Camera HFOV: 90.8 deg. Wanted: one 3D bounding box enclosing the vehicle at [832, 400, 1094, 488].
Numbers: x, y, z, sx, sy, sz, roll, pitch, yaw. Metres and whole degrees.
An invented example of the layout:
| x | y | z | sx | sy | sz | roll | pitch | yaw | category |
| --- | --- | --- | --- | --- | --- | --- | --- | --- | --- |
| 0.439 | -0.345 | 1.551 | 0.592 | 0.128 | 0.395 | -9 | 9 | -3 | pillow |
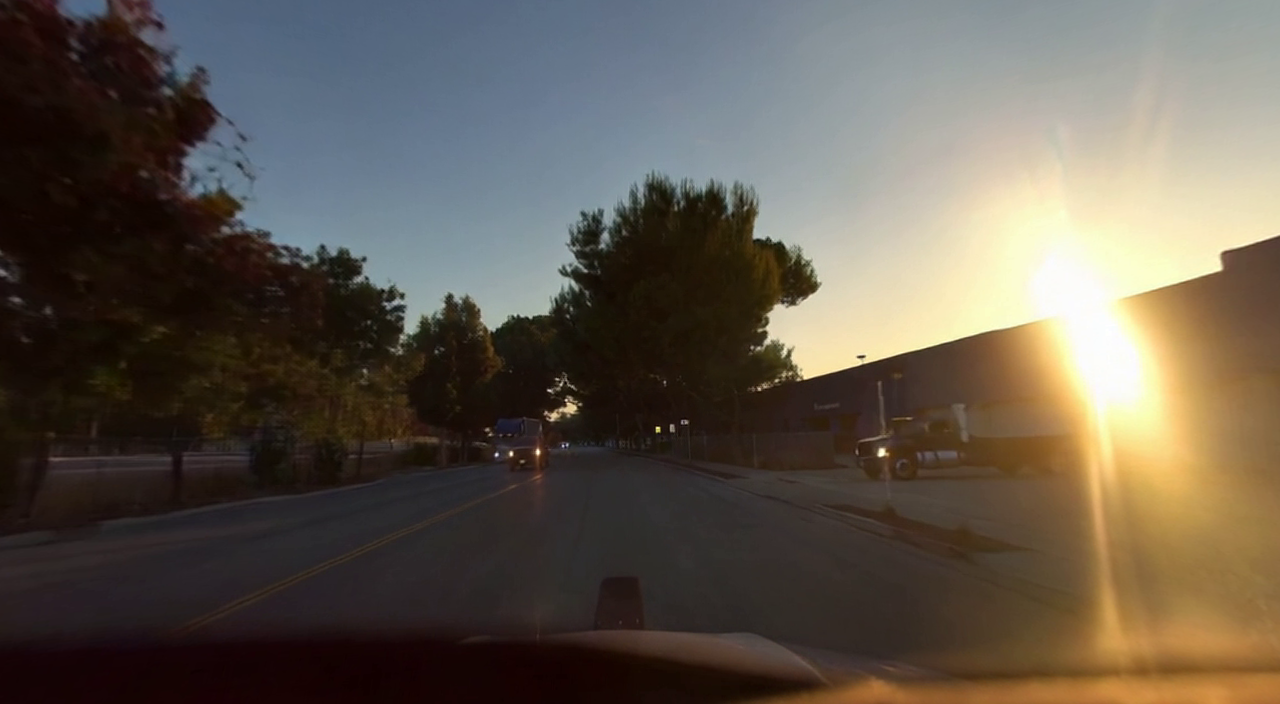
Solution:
| x | y | z | sx | sy | sz | roll | pitch | yaw | category |
| --- | --- | --- | --- | --- | --- | --- | --- | --- | --- |
| 10.413 | 3.002 | 20.829 | 7.188 | 2.416 | 2.528 | -2 | -9 | -4 | vehicle |

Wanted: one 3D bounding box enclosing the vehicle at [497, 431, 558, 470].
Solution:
| x | y | z | sx | sy | sz | roll | pitch | yaw | category |
| --- | --- | --- | --- | --- | --- | --- | --- | --- | --- |
| -6.756 | 6.048 | 38.933 | 2.770 | 2.135 | 6.329 | 0 | -8 | -2 | vehicle |
